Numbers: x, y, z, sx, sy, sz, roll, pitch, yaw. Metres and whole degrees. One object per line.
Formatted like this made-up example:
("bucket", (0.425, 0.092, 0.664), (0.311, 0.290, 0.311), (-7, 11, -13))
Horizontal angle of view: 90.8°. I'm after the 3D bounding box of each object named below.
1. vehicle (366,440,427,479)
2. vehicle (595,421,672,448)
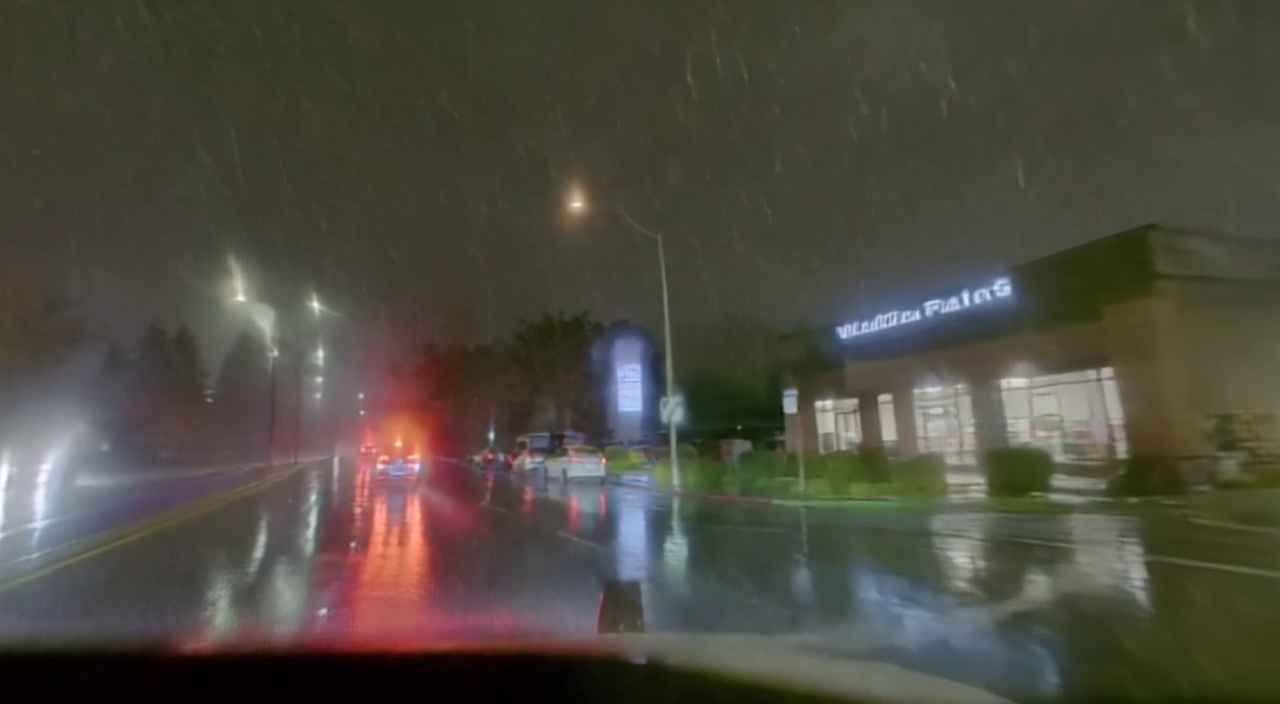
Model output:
("vehicle", (-11.413, 4.943, 29.450), (2.197, 1.642, 4.312), (4, -9, -26))
("vehicle", (-0.432, 5.735, 43.653), (4.851, 1.737, 2.189), (4, -9, -27))
